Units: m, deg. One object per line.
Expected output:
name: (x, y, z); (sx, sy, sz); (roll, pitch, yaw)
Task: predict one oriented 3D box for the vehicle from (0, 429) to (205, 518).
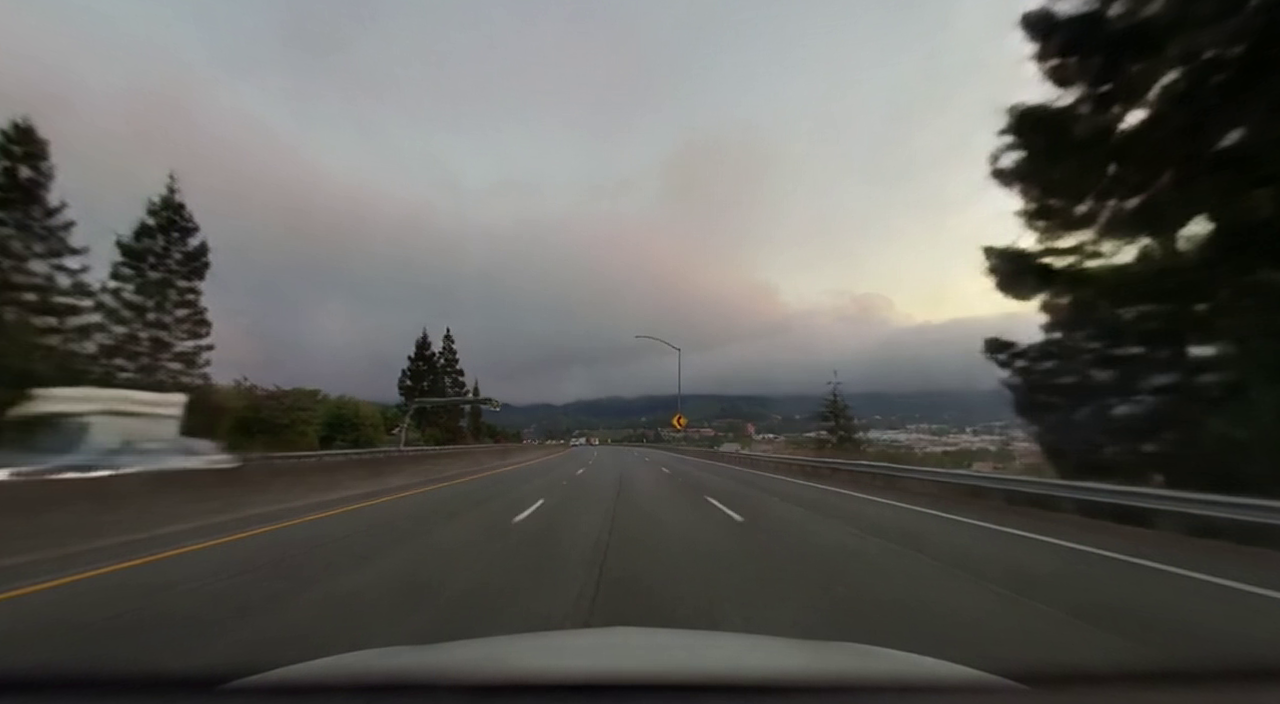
vehicle: (-11.135, 2.342, 12.672); (1.978, 1.484, 3.953); (0, -8, -1)
